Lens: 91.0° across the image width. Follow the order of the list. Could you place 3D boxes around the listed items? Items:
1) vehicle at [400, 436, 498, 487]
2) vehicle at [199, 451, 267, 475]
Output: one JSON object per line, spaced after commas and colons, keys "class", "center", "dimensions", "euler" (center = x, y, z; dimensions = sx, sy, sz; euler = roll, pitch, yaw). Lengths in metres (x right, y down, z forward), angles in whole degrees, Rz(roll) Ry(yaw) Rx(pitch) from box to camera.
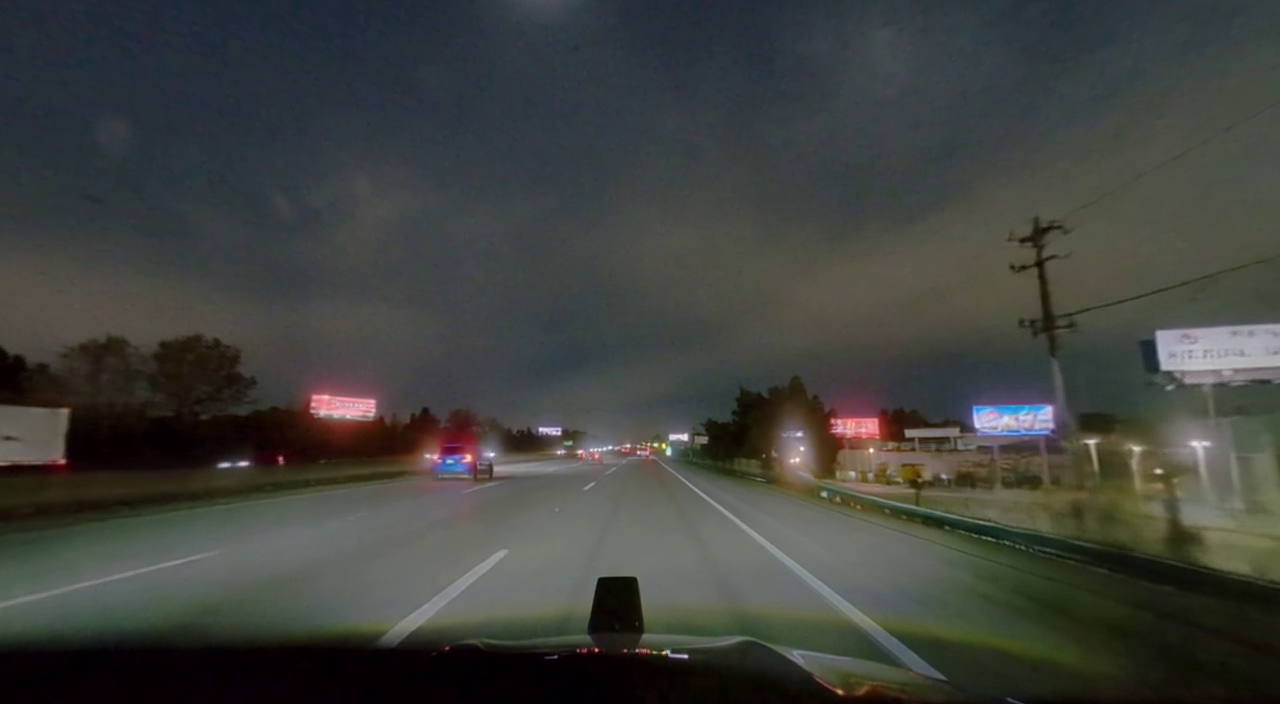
{"class": "vehicle", "center": [-6.973, 4.061, 23.597], "dimensions": [2.055, 1.683, 4.804], "euler": [0, -9, 1]}
{"class": "vehicle", "center": [-28.249, 7.682, 43.831], "dimensions": [1.867, 1.523, 4.175], "euler": [0, -9, 1]}
